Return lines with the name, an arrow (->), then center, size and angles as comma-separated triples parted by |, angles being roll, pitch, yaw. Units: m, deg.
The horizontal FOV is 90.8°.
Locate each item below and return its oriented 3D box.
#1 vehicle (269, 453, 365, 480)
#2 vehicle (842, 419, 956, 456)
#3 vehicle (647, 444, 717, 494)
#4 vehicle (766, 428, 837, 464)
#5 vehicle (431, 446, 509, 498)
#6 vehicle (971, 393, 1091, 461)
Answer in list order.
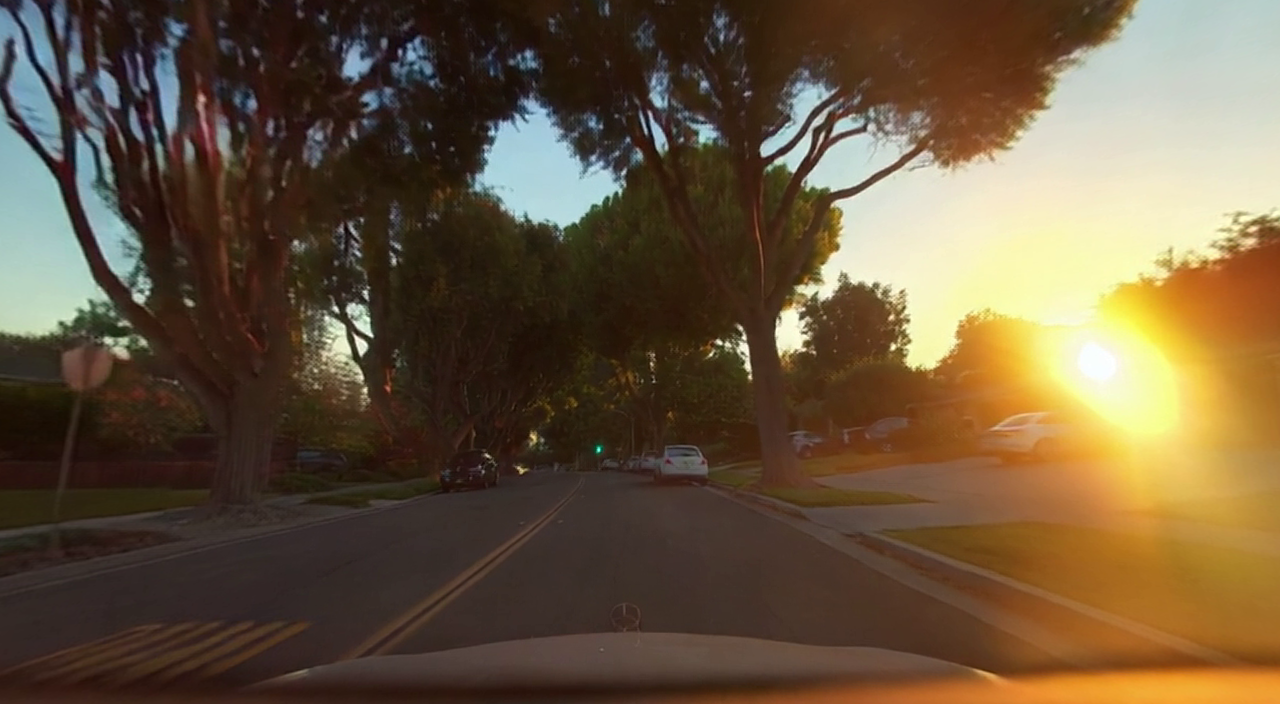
vehicle -> -17.998, 6.383, 35.261 | 4.527, 1.466, 1.880 | -2, -9, 12
vehicle -> 12.057, 4.063, 29.734 | 4.639, 1.634, 2.005 | -2, -9, 12
vehicle -> 1.609, 4.780, 26.176 | 2.229, 1.826, 4.611 | 0, -9, -4
vehicle -> 9.241, 5.330, 35.869 | 2.100, 1.857, 4.611 | -7, -11, 38
vehicle -> -6.647, 4.674, 25.218 | 2.155, 1.729, 4.799 | -1, -8, -5
vehicle -> 11.663, 2.395, 19.209 | 1.880, 1.626, 4.495 | -2, -12, 16
